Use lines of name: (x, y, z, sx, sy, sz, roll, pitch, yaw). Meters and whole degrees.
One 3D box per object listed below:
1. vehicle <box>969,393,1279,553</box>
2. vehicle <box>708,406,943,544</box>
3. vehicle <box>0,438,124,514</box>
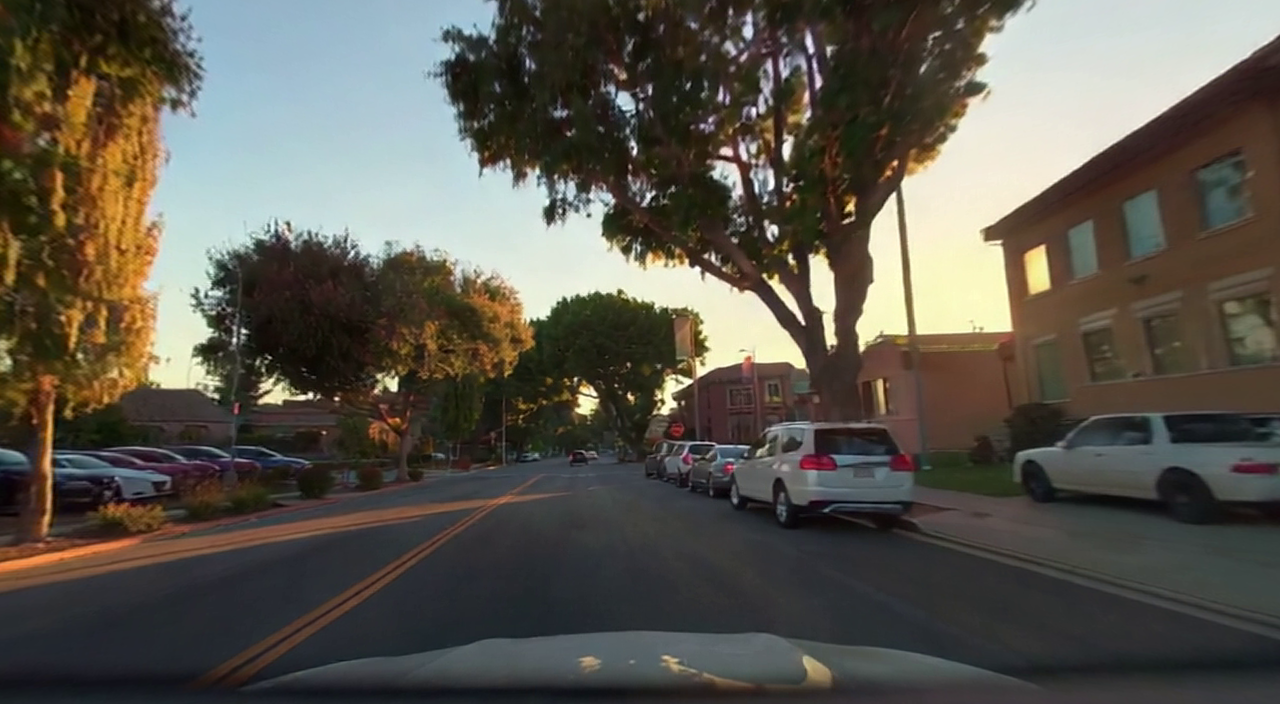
vehicle: (8.437, 1.738, 10.319, 2.282, 1.893, 6.027, -1, -7, -6)
vehicle: (3.047, 2.226, 12.171, 2.292, 1.974, 5.853, 1, -8, -5)
vehicle: (-18.082, 3.291, 16.933, 5.985, 1.901, 2.234, 1, -8, -7)
